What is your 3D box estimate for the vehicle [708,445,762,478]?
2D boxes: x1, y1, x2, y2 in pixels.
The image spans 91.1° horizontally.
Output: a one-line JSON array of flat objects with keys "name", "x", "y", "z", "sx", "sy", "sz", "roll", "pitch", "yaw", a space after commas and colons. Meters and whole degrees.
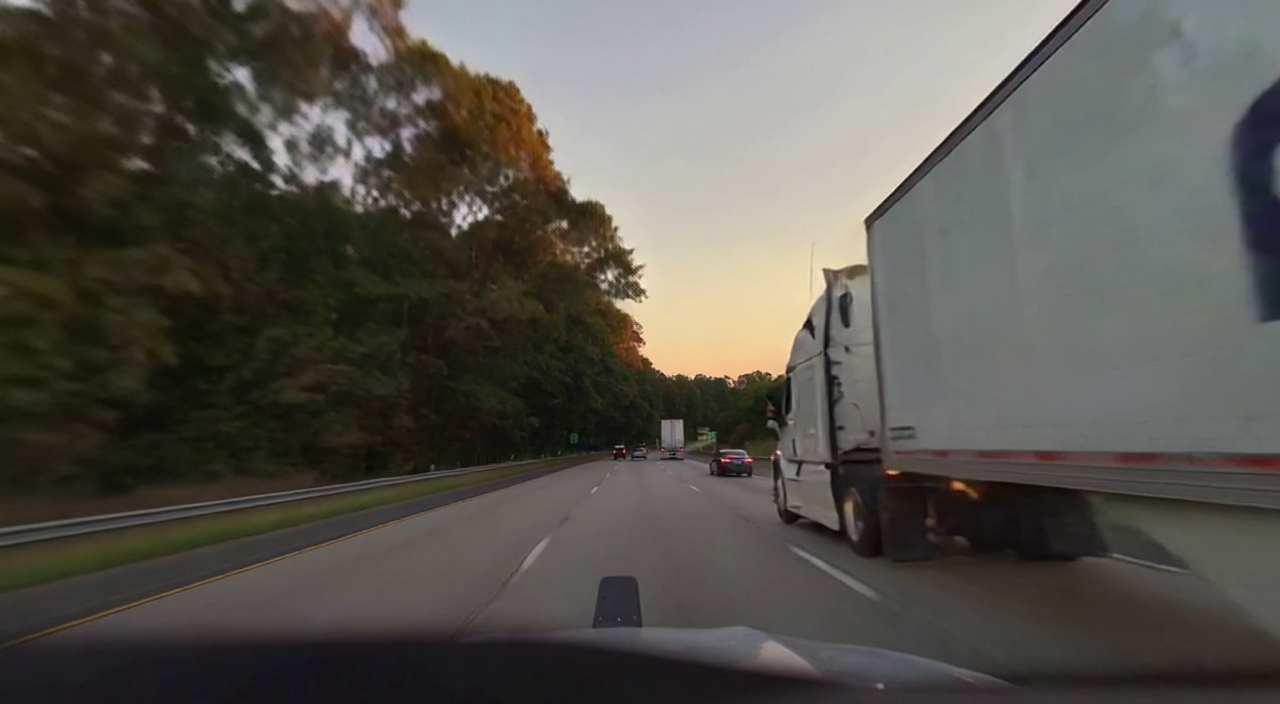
[{"name": "vehicle", "x": 4.605, "y": 5.368, "z": 31.029, "sx": 1.910, "sy": 1.474, "sz": 3.776, "roll": 0, "pitch": -9, "yaw": -2}]

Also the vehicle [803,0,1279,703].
[{"name": "vehicle", "x": 4.073, "y": -0.358, "z": 2.338, "sx": 2.973, "sy": 4.007, "sz": 14.076, "roll": 0, "pitch": -9, "yaw": -1}]
